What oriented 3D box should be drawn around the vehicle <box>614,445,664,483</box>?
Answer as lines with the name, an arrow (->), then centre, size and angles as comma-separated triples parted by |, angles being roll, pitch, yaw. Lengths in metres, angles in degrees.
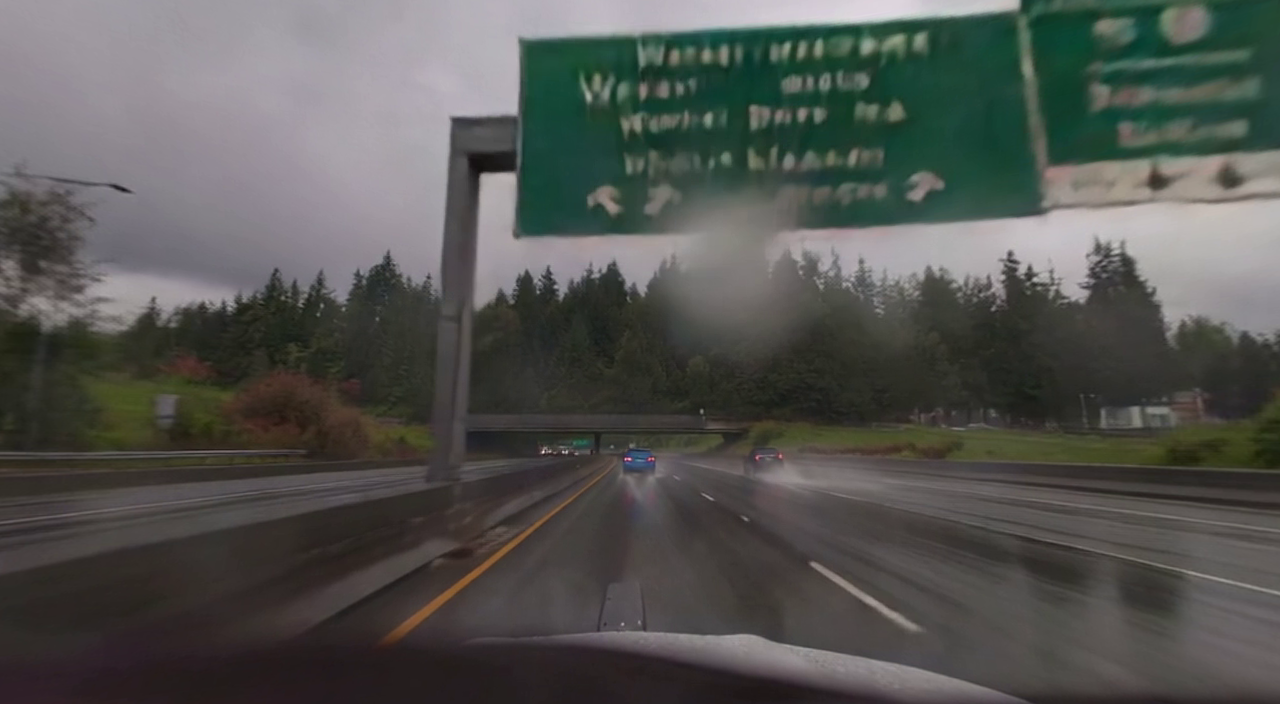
vehicle -> -0.084, 4.932, 28.022 | 2.069, 1.523, 4.012 | 0, -9, -1

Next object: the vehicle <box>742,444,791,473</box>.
vehicle -> 7.486, 6.348, 37.679 | 2.006, 1.639, 4.087 | 0, -9, -1
